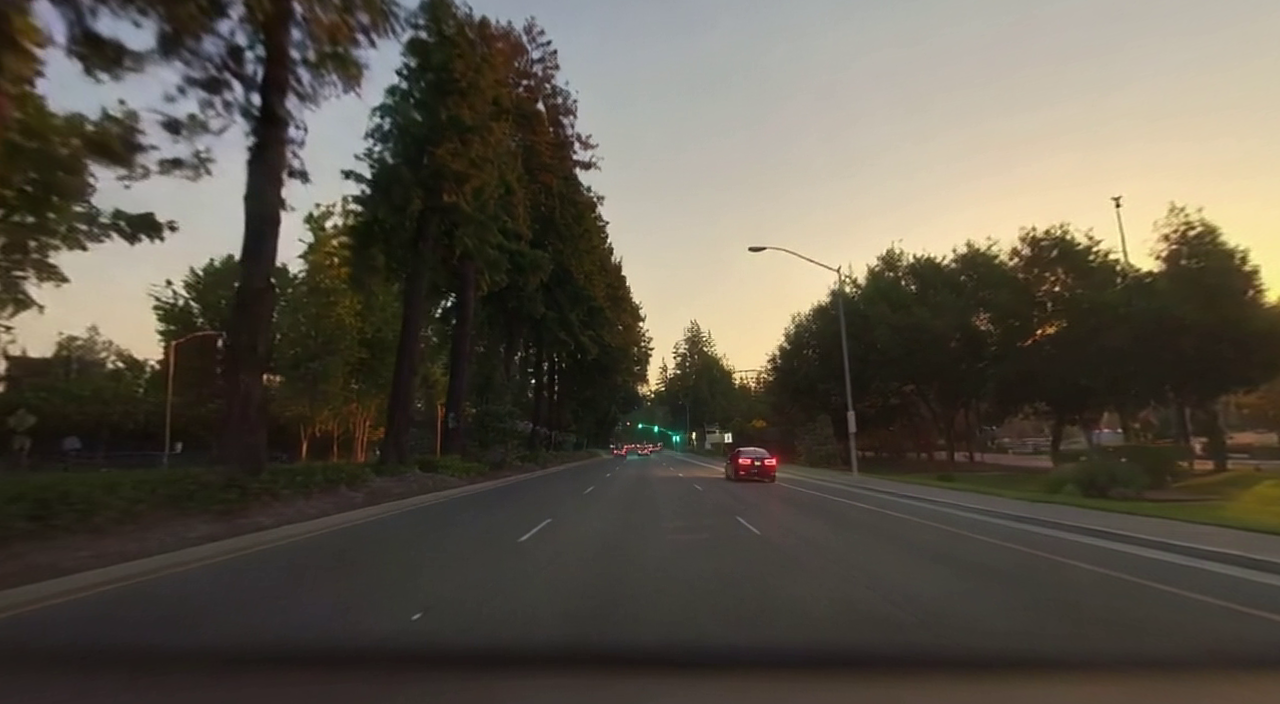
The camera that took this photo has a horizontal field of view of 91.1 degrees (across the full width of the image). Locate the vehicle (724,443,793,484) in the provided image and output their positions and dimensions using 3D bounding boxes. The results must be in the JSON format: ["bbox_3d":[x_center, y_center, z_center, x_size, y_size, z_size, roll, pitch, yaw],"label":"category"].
[{"bbox_3d":[4.701,4.481,25.590,1.913,1.516,4.322,0,-9,-1],"label":"vehicle"}]
